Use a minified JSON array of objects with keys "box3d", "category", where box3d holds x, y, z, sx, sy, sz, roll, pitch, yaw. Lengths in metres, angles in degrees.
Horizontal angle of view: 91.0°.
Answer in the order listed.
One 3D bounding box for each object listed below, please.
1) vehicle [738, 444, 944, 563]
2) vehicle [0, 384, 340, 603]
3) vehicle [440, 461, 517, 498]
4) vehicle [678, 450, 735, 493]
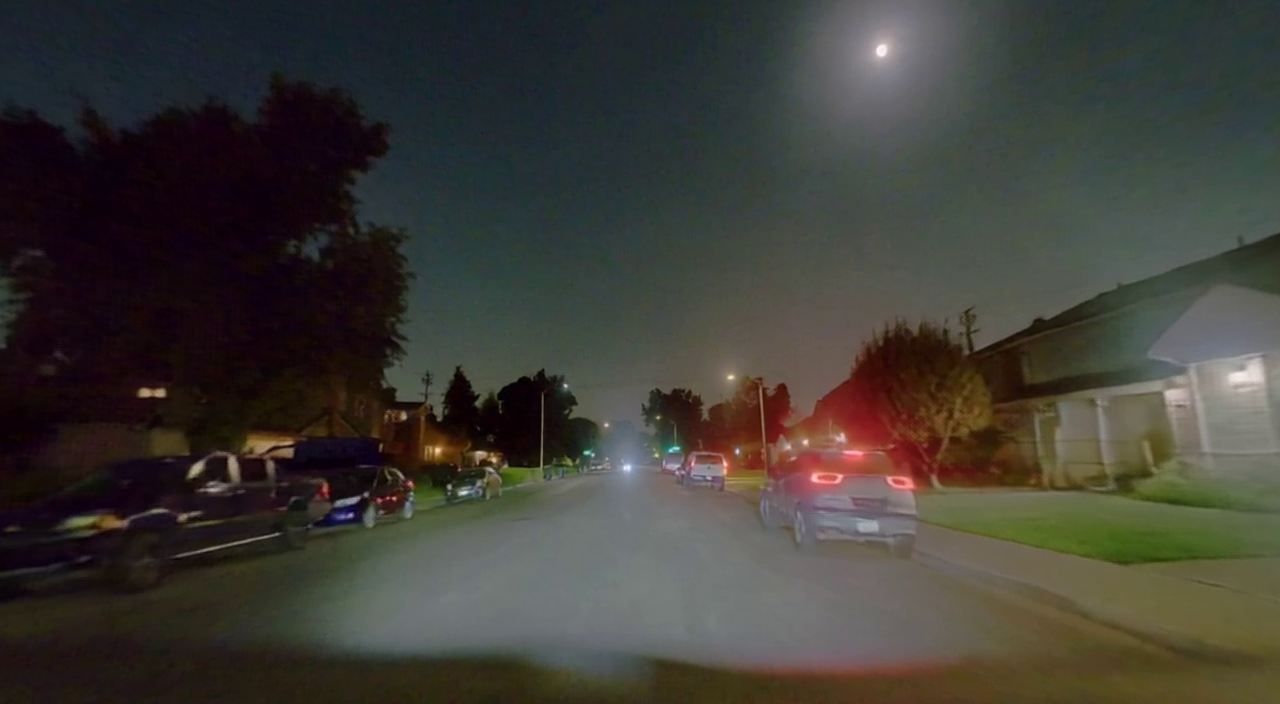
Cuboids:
[{"box3d":[3.110,2.418,10.961,2.050,1.598,4.590,0,-8,0],"category":"vehicle"},{"box3d":[-6.962,2.033,9.291,2.408,2.201,5.646,-1,-12,-2],"category":"vehicle"},{"box3d":[-6.997,5.634,27.723,2.071,1.481,4.425,-1,-12,2],"category":"vehicle"},{"box3d":[3.123,5.702,30.549,2.262,1.870,4.948,0,-8,1],"category":"vehicle"}]
